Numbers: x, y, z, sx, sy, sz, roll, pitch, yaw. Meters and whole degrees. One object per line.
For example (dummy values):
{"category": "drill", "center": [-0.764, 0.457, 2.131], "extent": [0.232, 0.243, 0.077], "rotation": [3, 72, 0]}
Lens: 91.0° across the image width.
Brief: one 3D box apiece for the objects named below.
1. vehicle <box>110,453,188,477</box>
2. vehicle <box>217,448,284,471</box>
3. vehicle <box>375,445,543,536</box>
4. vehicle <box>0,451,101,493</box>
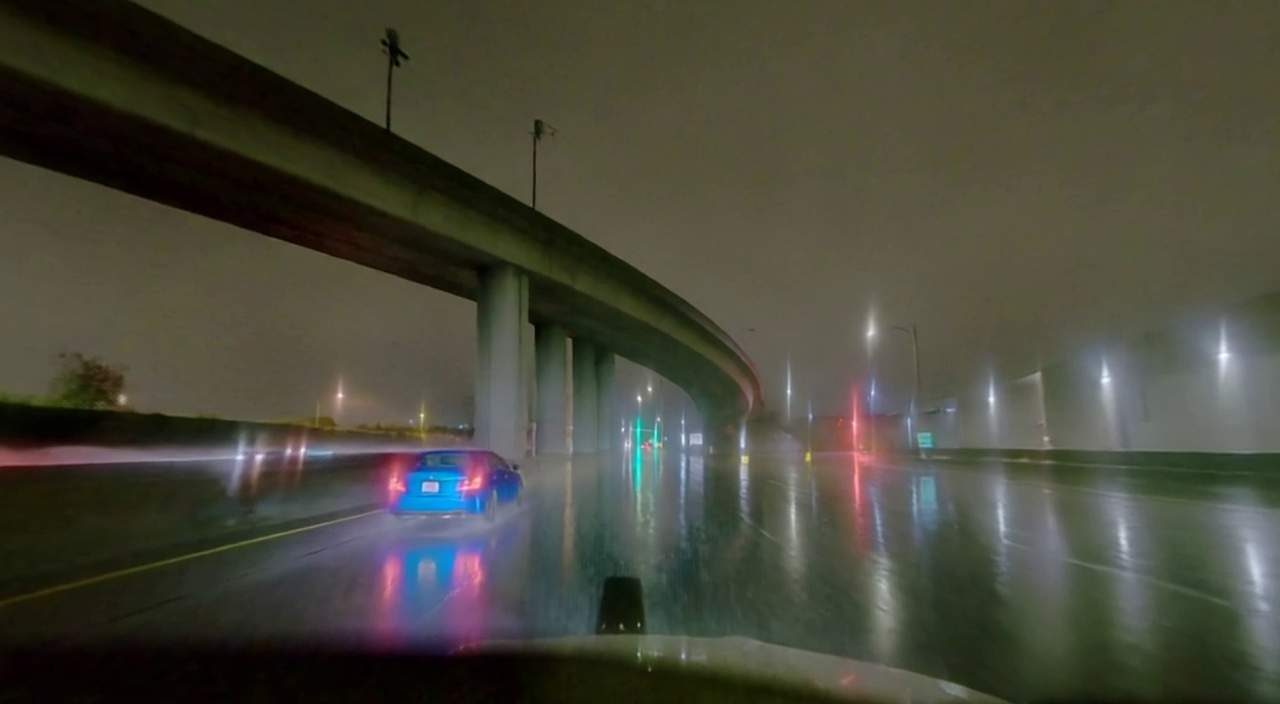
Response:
{"category": "vehicle", "center": [-33.818, 7.756, 43.537], "extent": [1.759, 1.475, 4.440], "rotation": [0, -8, 1]}
{"category": "vehicle", "center": [-29.923, 8.252, 48.561], "extent": [1.950, 1.584, 4.891], "rotation": [0, -8, 0]}
{"category": "vehicle", "center": [-3.308, 2.602, 12.479], "extent": [2.044, 1.478, 4.114], "rotation": [0, -9, 1]}
{"category": "vehicle", "center": [-23.850, 4.658, 24.802], "extent": [1.711, 1.454, 3.911], "rotation": [0, -9, 0]}
